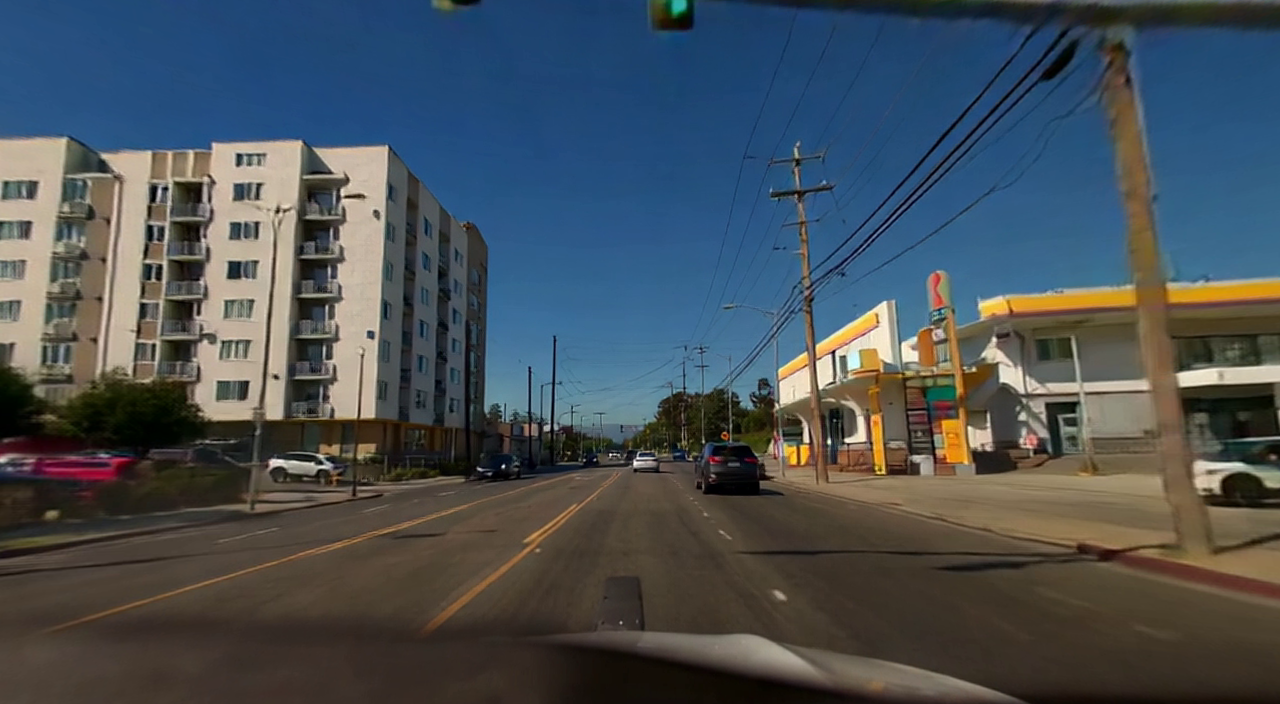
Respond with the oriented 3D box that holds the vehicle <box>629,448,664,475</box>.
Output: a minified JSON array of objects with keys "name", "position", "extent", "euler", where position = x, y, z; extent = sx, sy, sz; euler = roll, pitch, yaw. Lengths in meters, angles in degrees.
[{"name":"vehicle","position":[0.425,6.658,38.637],"extent":[1.999,1.487,3.939],"euler":[0,-8,1]}]

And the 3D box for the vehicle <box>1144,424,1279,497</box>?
[{"name":"vehicle","position":[14.141,2.387,14.062],"extent":[1.846,1.480,4.649],"euler":[0,-8,-2]}]

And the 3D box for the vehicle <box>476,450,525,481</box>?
[{"name":"vehicle","position":[-8.718,7.090,39.842],"extent":[2.000,1.796,4.529],"euler":[0,-8,1]}]

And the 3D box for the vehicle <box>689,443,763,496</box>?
[{"name":"vehicle","position":[2.864,3.996,21.982],"extent":[1.945,1.647,4.160],"euler":[0,-8,-1]}]

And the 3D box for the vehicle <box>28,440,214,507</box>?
[{"name":"vehicle","position":[-17.587,4.110,21.576],"extent":[4.592,1.852,2.241],"euler":[-3,-5,5]}]
